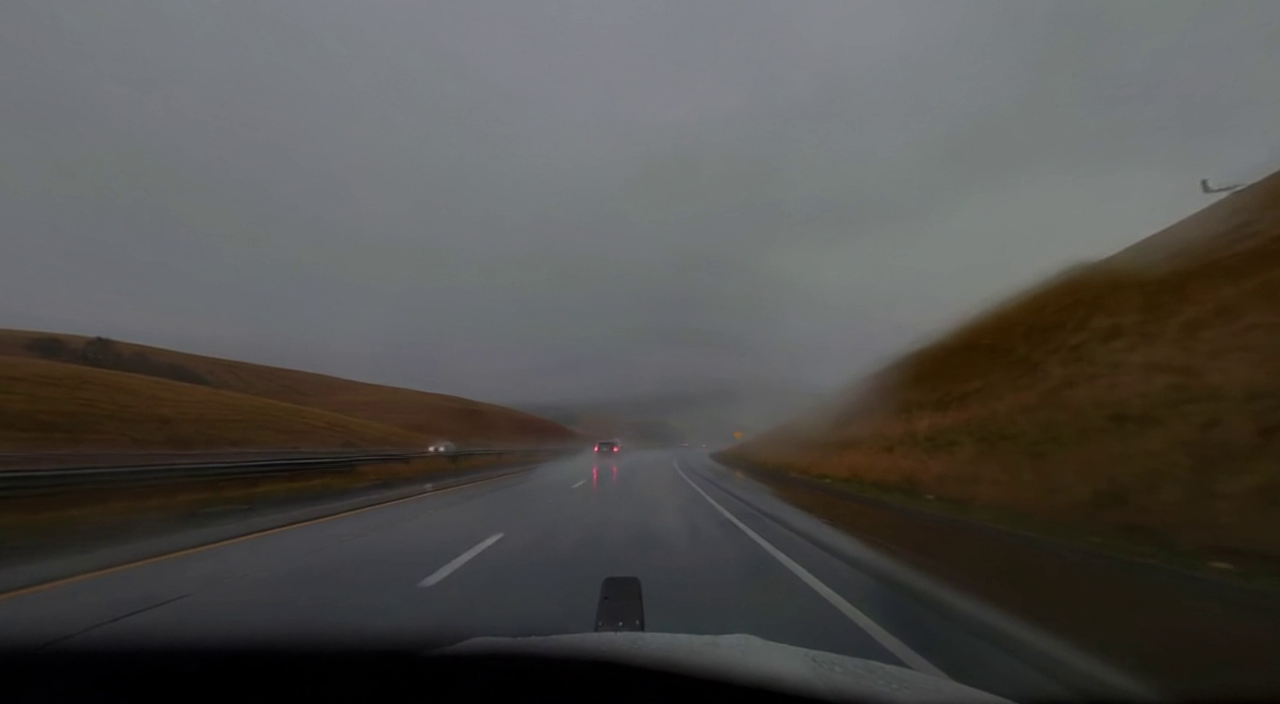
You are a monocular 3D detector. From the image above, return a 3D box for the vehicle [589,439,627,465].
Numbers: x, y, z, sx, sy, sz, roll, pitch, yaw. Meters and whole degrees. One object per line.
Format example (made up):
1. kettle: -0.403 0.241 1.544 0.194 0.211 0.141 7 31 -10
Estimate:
1. vehicle: -2.260 7.231 45.890 2.252 1.743 4.560 -1 -9 3
